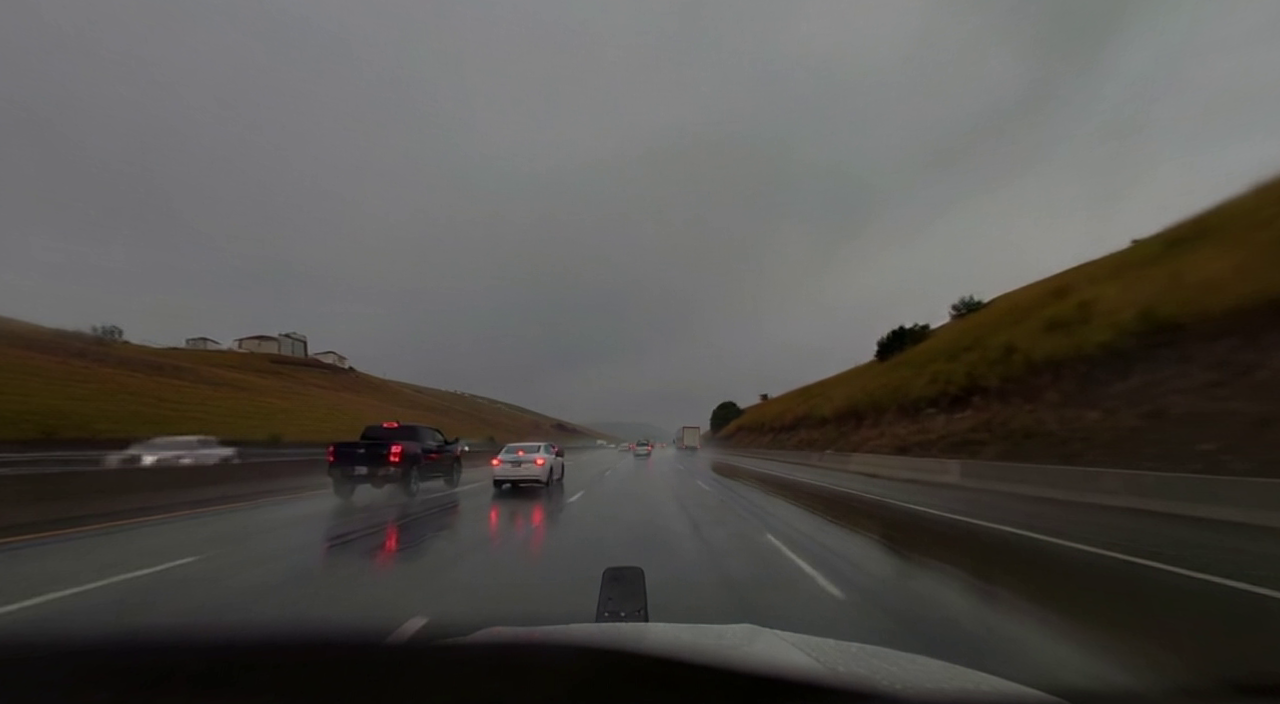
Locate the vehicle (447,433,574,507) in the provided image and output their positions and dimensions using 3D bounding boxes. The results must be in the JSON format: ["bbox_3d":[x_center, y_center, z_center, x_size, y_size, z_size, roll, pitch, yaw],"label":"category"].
[{"bbox_3d":[-2.984,2.832,15.659,2.091,1.552,4.516,0,-8,2],"label":"vehicle"}]

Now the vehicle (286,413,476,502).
[{"bbox_3d":[-6.879,2.920,17.918,2.589,2.063,6.206,0,-8,2],"label":"vehicle"}]

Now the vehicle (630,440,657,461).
[{"bbox_3d":[0.276,7.807,49.870,2.031,1.566,3.904,0,-8,0],"label":"vehicle"}]
